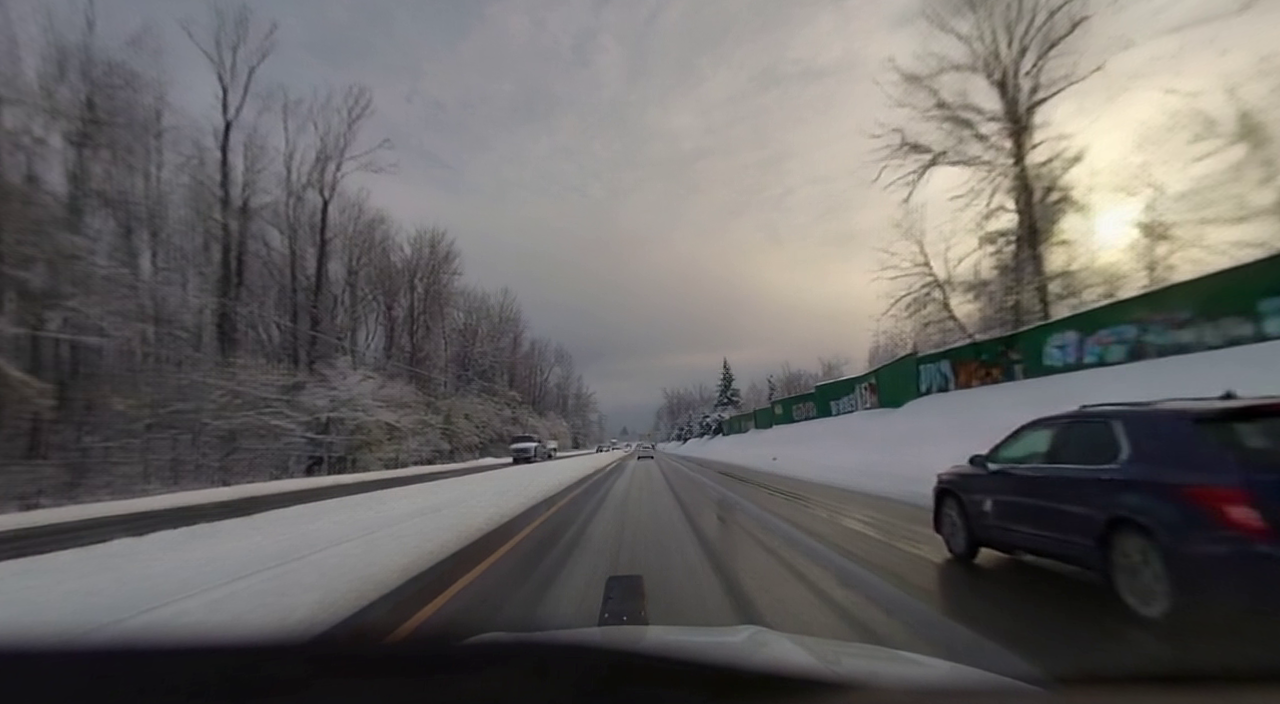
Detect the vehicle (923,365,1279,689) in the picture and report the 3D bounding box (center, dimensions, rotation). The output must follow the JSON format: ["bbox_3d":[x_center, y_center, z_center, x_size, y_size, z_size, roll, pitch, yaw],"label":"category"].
[{"bbox_3d":[4.514,1.221,5.306,2.161,1.717,4.440,0,-8,0],"label":"vehicle"}]
